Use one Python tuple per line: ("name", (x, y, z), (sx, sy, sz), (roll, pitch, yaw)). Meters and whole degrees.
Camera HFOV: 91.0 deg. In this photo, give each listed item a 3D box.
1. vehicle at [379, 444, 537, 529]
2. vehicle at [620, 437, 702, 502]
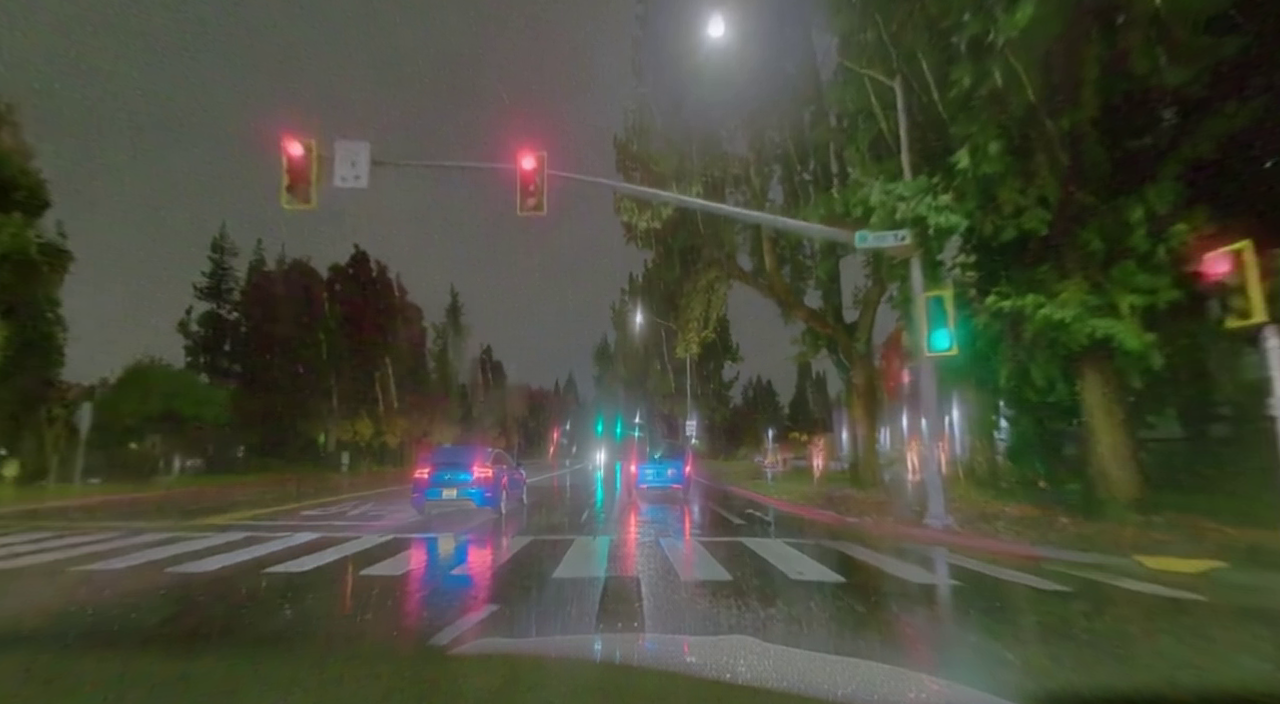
("vehicle", (-3.490, 2.643, 12.975), (2.036, 1.447, 4.044), (0, -9, 0))
("vehicle", (0.528, 3.656, 19.955), (2.215, 1.799, 4.426), (1, -9, -3))
